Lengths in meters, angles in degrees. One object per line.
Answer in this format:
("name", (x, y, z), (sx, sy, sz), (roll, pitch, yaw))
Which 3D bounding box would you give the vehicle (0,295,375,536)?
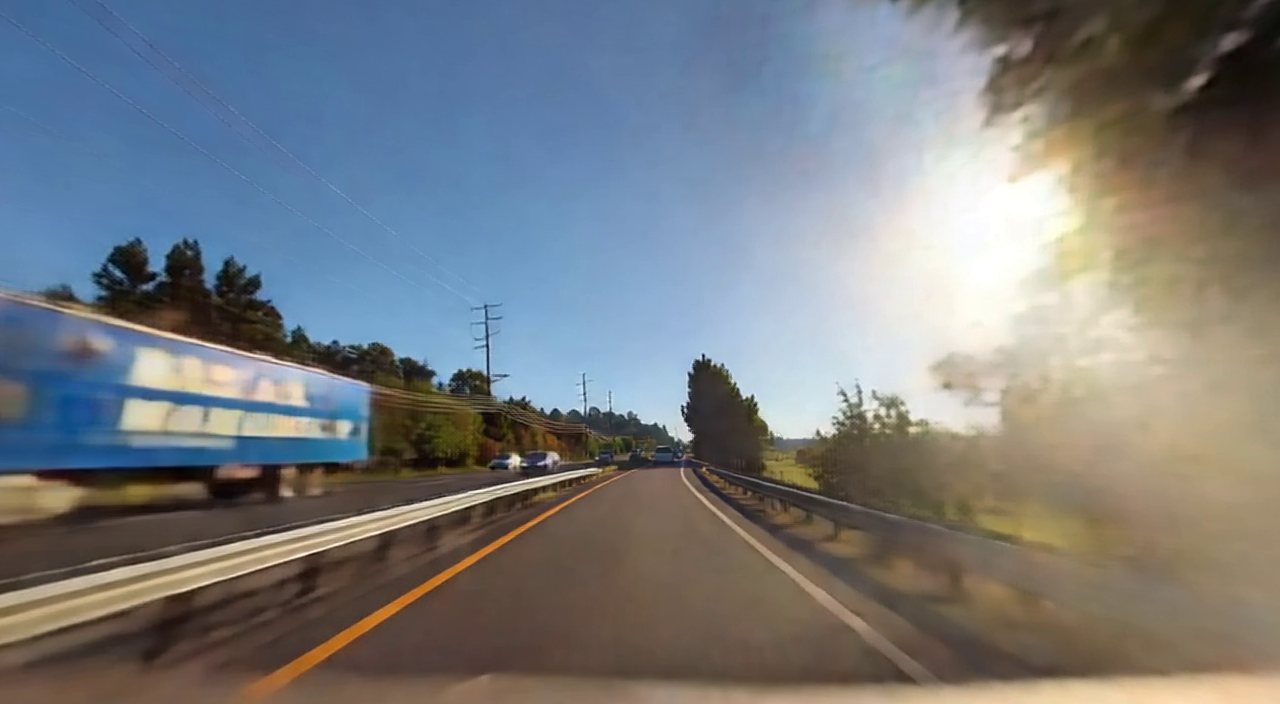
("vehicle", (-10.668, 1.825, 15.371), (3.005, 3.782, 10.956), (-1, -9, 3))

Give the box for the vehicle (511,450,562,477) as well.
("vehicle", (-5.987, 6.509, 36.958), (2.034, 1.492, 4.319), (-1, -9, 3))

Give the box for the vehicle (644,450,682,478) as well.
("vehicle", (1.348, 6.517, 36.859), (2.080, 1.486, 3.813), (0, -9, 2))

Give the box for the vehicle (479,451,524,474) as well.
("vehicle", (-9.022, 7.228, 41.378), (1.910, 1.470, 3.797), (-1, -9, 4))
